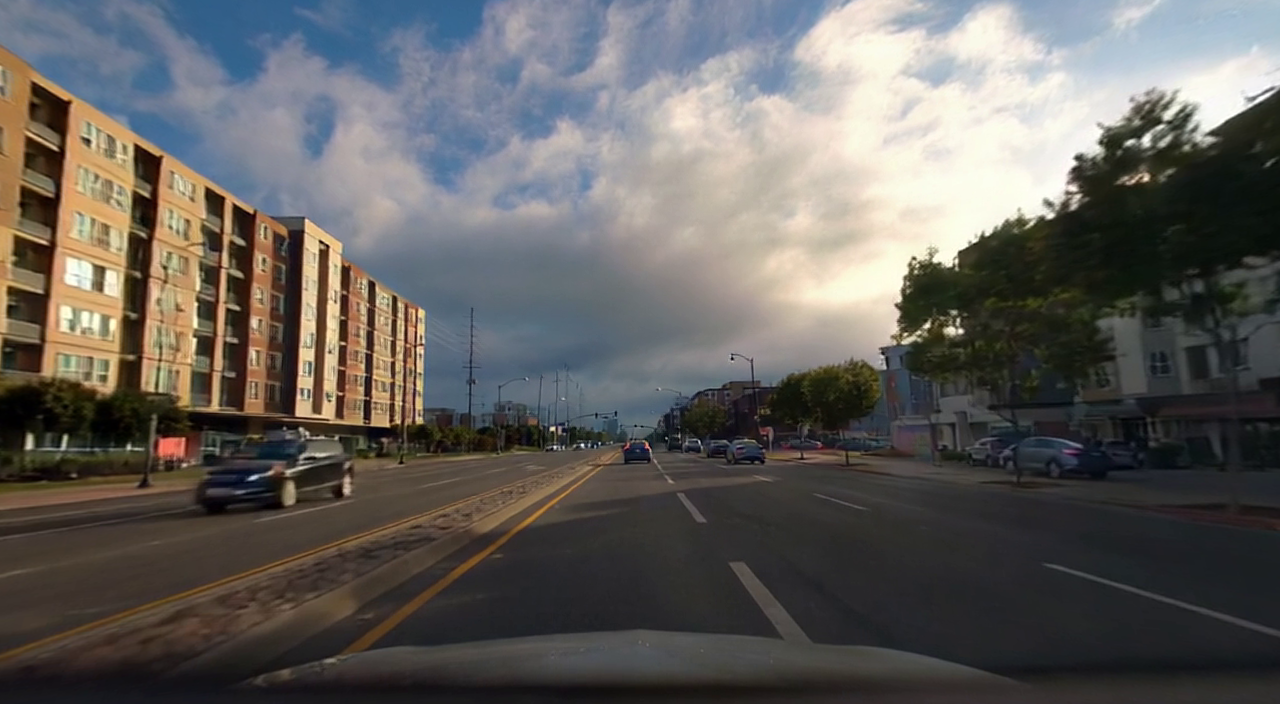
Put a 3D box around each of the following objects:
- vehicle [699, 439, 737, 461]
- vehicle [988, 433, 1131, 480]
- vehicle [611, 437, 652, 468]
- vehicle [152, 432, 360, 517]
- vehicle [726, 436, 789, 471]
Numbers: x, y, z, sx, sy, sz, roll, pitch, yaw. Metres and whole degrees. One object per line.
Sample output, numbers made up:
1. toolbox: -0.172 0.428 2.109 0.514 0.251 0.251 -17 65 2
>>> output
1. vehicle: 5.680 7.207 46.263 2.154 1.554 4.149 1 -9 -2
2. vehicle: 15.001 3.773 22.913 2.025 1.523 4.581 0 -8 0
3. vehicle: -0.436 5.502 34.572 2.106 1.553 3.964 0 -9 0
4. vehicle: -8.662 2.774 14.811 2.010 1.674 4.484 0 -9 0
5. vehicle: 5.740 5.049 31.433 2.121 1.557 4.898 0 -9 -1
